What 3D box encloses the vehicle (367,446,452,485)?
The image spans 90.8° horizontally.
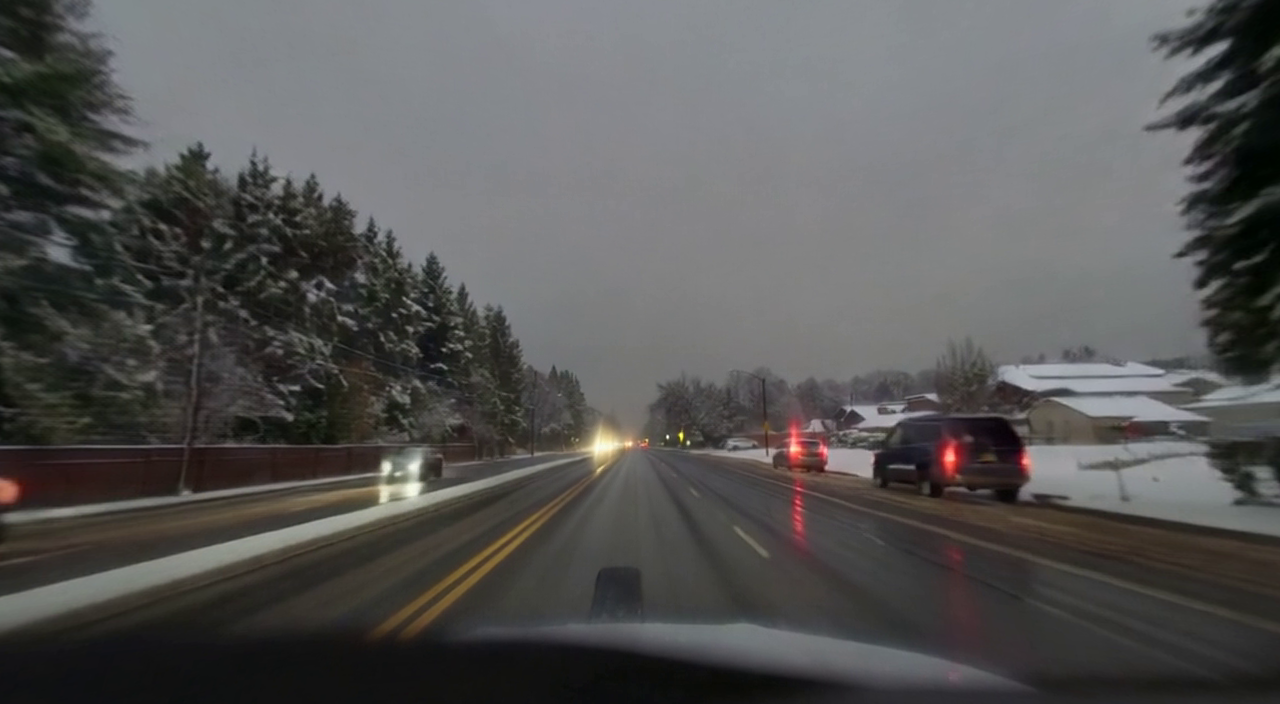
[{"bbox_3d":[-9.753,4.805,27.111,1.910,1.452,4.447,0,-8,1],"label":"vehicle"}]

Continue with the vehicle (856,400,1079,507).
[{"bbox_3d":[7.467,2.422,15.439,2.278,2.079,5.861,0,-8,0],"label":"vehicle"}]

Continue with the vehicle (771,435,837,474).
[{"bbox_3d":[7.387,4.673,28.927,1.965,1.623,4.096,0,-8,1],"label":"vehicle"}]

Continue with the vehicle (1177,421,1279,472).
[{"bbox_3d":[19.569,2.869,19.275,4.336,1.480,1.926,-2,-8,17],"label":"vehicle"}]
